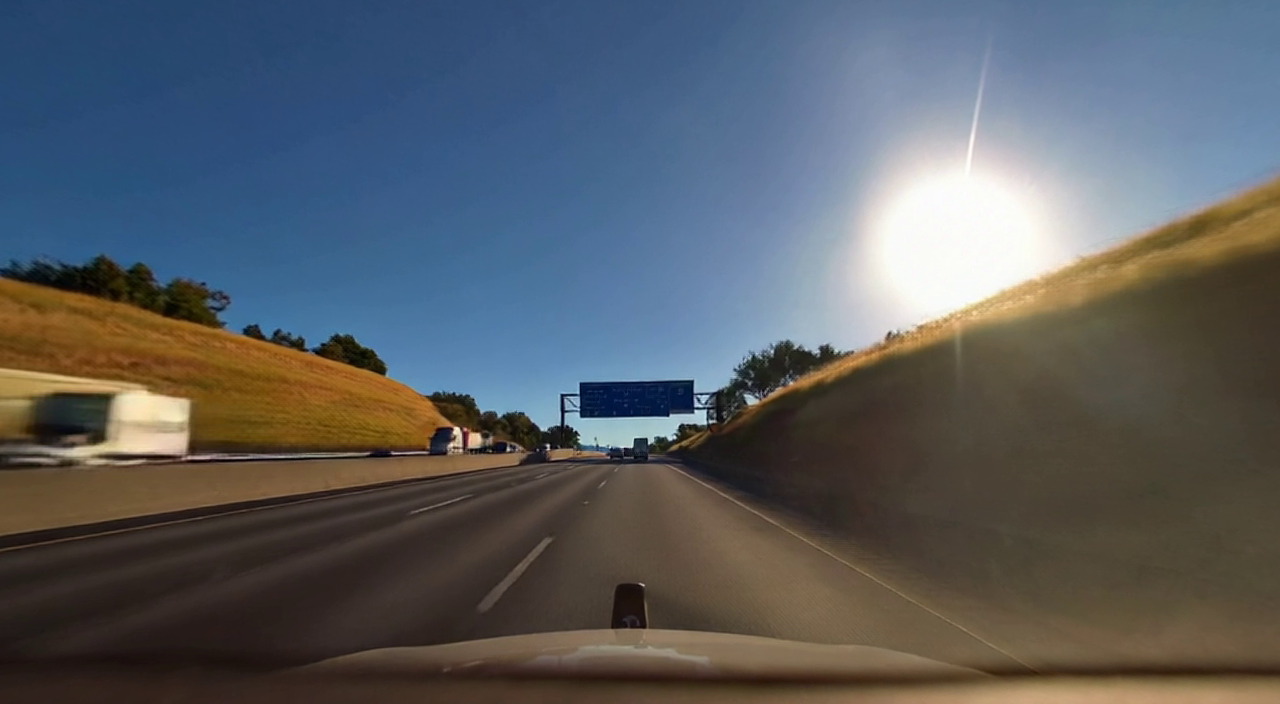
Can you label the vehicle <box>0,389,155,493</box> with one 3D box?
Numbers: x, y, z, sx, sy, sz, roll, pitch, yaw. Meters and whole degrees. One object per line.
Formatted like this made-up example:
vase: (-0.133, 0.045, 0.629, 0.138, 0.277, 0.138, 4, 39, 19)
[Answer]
vehicle: (-18.197, 2.643, 18.451, 2.450, 2.732, 6.851, 0, -9, 0)
